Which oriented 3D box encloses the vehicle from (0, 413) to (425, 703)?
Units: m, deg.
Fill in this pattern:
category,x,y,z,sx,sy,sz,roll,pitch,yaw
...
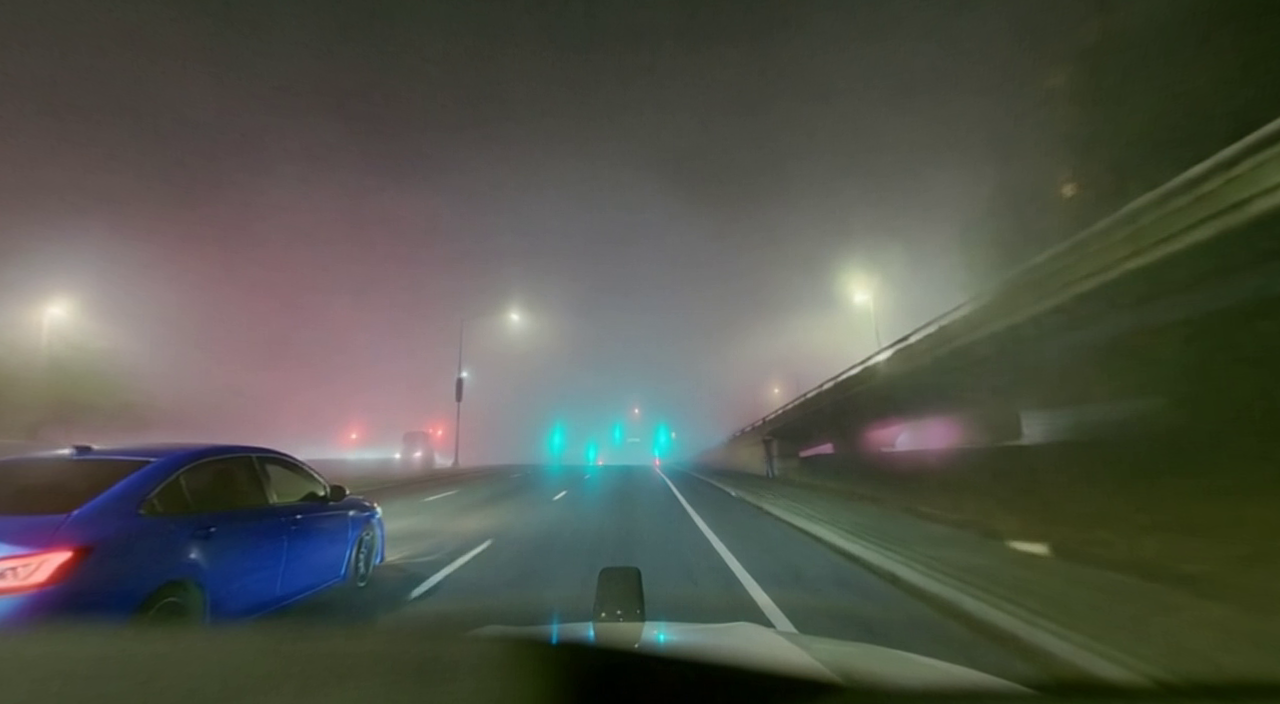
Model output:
category,x,y,z,sx,sy,sz,roll,pitch,yaw
vehicle,-3.252,1.269,4.351,2.041,1.470,4.290,0,-8,0
